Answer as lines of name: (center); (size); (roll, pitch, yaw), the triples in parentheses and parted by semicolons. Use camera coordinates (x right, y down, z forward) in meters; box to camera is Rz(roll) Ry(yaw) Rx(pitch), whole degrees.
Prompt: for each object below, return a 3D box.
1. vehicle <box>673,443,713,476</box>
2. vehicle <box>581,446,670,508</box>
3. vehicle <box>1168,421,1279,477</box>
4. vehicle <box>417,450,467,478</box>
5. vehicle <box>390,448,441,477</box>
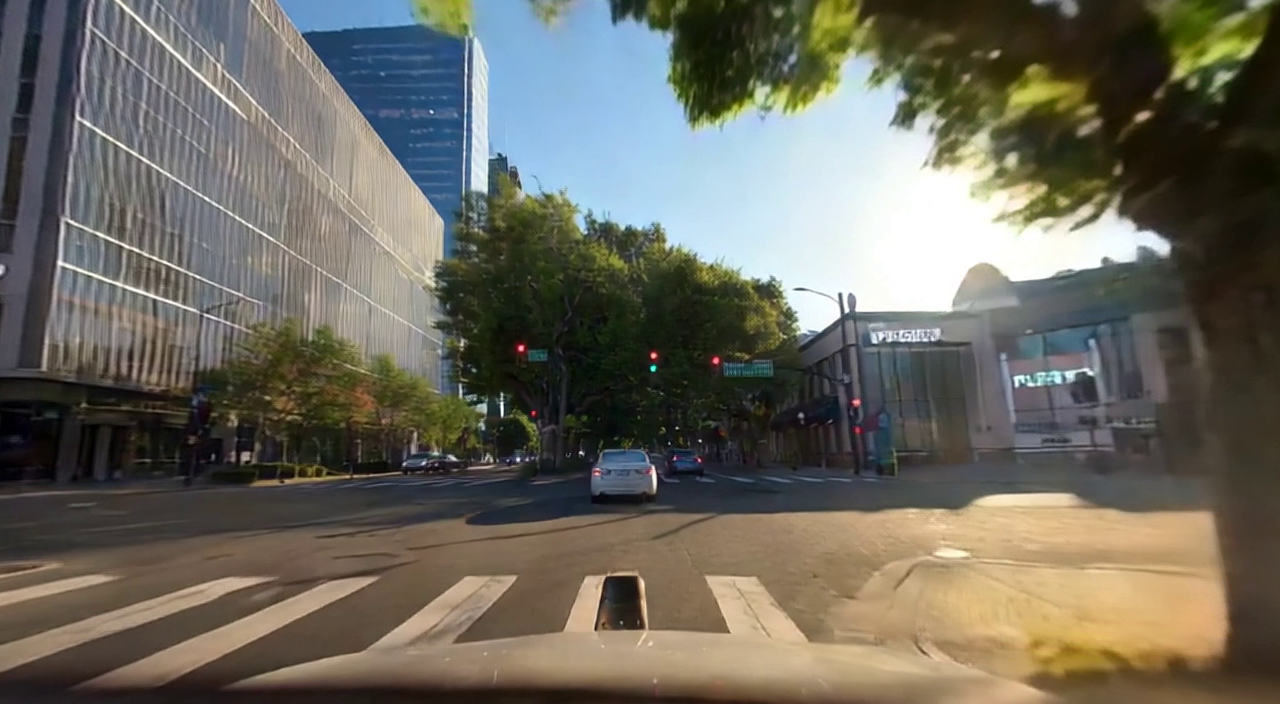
vehicle: (3.186, 6.546, 38.733); (2.078, 1.799, 4.089); (1, -8, -1)
vehicle: (-0.401, 3.337, 17.350); (2.144, 1.398, 3.963); (1, -8, -1)
vehicle: (23.985, 3.863, 24.761); (4.384, 2.000, 2.345); (1, -12, -4)
vehicle: (-12.680, 7.176, 40.650); (2.000, 1.507, 4.286); (-2, -7, -2)
vehicle: (-16.223, 7.999, 45.909); (2.119, 1.815, 4.795); (-2, -7, -1)
